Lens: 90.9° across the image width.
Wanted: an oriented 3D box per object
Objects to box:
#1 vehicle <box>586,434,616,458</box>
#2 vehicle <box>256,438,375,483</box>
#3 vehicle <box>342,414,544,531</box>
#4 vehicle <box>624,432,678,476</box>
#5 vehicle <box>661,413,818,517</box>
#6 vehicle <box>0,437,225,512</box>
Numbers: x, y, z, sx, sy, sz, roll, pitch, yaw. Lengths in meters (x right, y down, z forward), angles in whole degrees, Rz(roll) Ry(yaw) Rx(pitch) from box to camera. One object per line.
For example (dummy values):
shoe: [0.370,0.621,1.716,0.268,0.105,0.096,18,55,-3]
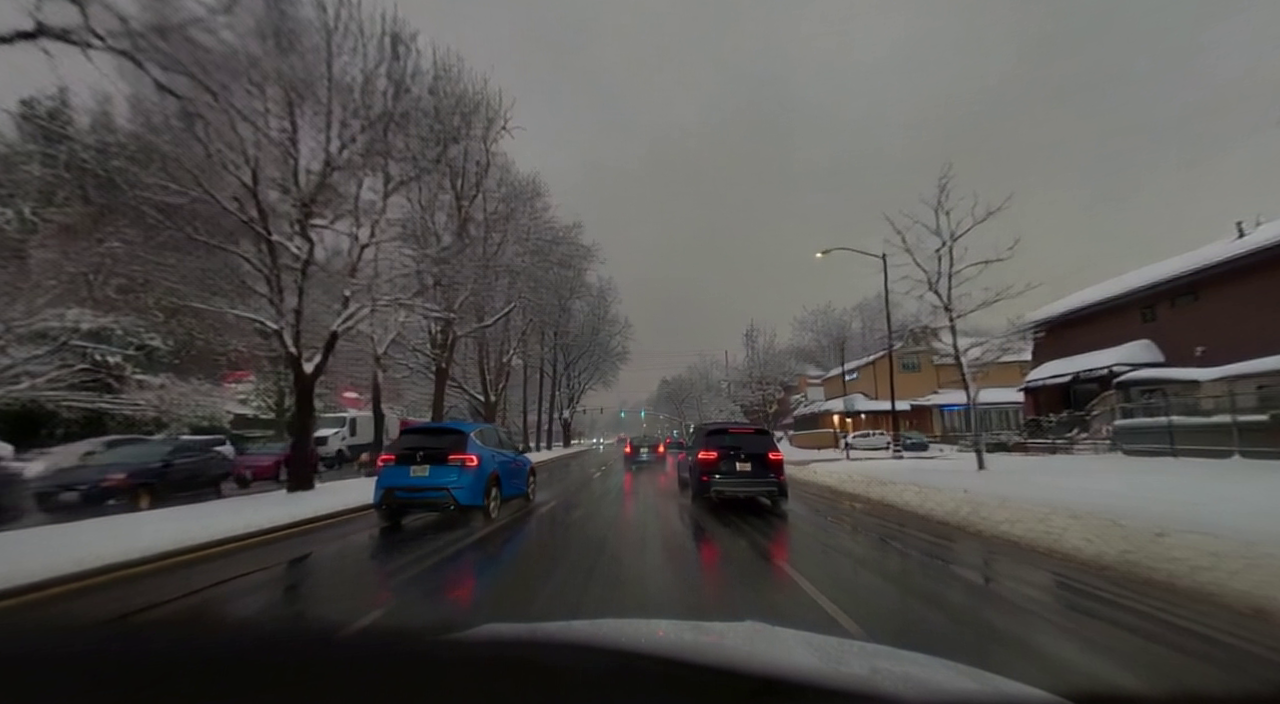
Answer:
vehicle: [-2.979,7.351,49.233,2.014,1.755,4.360,0,-8,1]
vehicle: [-11.942,4.015,23.617,1.923,1.490,4.501,0,-8,2]
vehicle: [-3.233,2.101,11.569,2.043,1.687,4.676,0,-8,2]
vehicle: [0.401,3.908,24.312,1.922,1.579,3.642,0,-8,0]
vehicle: [1.770,2.245,12.943,2.280,1.747,4.361,1,-8,-3]
vehicle: [-12.394,2.786,14.916,1.833,1.469,4.650,0,-8,2]
